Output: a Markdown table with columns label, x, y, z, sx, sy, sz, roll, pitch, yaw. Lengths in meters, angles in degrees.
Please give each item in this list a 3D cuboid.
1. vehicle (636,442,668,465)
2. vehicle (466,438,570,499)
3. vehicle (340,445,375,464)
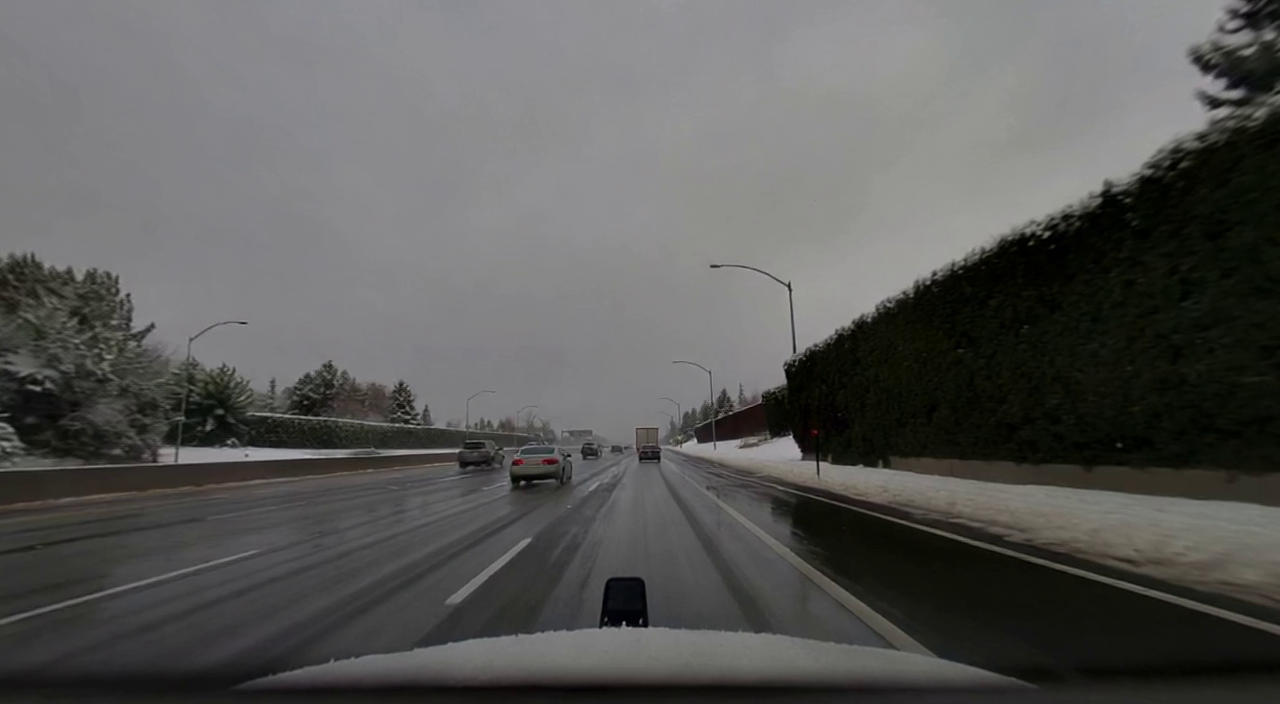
| label | x | y | z | sx | sy | sz | roll | pitch | yaw |
| --- | --- | --- | --- | --- | --- | --- | --- | --- | --- |
| vehicle | 0.816 | 6.916 | 43.253 | 2.073 | 1.480 | 4.343 | 0 | -8 | 0 |
| vehicle | -3.259 | 3.197 | 17.694 | 2.056 | 1.480 | 4.022 | -1 | -8 | 1 |
| vehicle | -22.159 | 8.002 | 49.576 | 1.482 | 1.382 | 3.359 | -1 | -8 | -5 |
